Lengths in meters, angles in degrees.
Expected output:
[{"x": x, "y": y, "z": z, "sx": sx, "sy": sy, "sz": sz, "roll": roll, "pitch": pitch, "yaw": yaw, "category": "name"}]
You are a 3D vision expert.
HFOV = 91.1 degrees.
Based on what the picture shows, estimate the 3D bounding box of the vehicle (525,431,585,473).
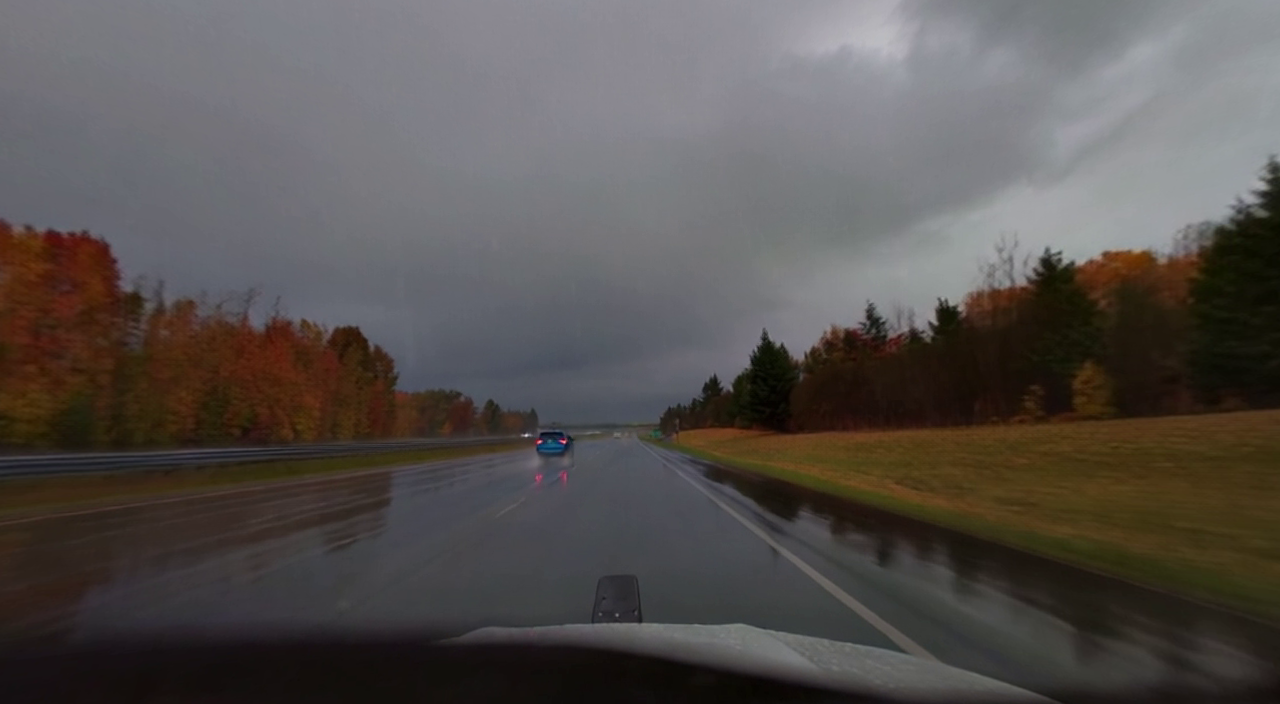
[{"x": -3.594, "y": 4.304, "z": 27.385, "sx": 2.057, "sy": 1.666, "sz": 4.552, "roll": 0, "pitch": -8, "yaw": -1, "category": "vehicle"}]
